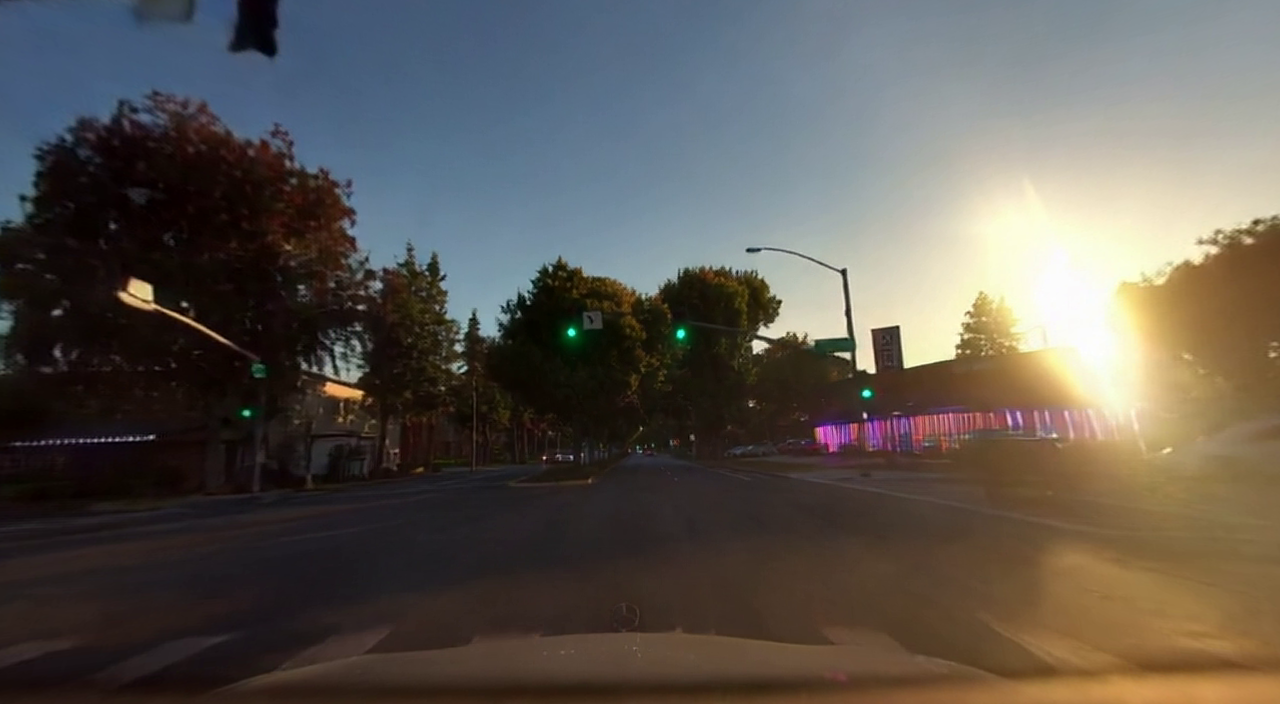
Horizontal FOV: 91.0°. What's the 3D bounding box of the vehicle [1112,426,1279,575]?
[{"bbox_3d":[7.982,1.736,8.010,4.610,1.470,2.064,7,-11,-40],"label":"vehicle"}]
